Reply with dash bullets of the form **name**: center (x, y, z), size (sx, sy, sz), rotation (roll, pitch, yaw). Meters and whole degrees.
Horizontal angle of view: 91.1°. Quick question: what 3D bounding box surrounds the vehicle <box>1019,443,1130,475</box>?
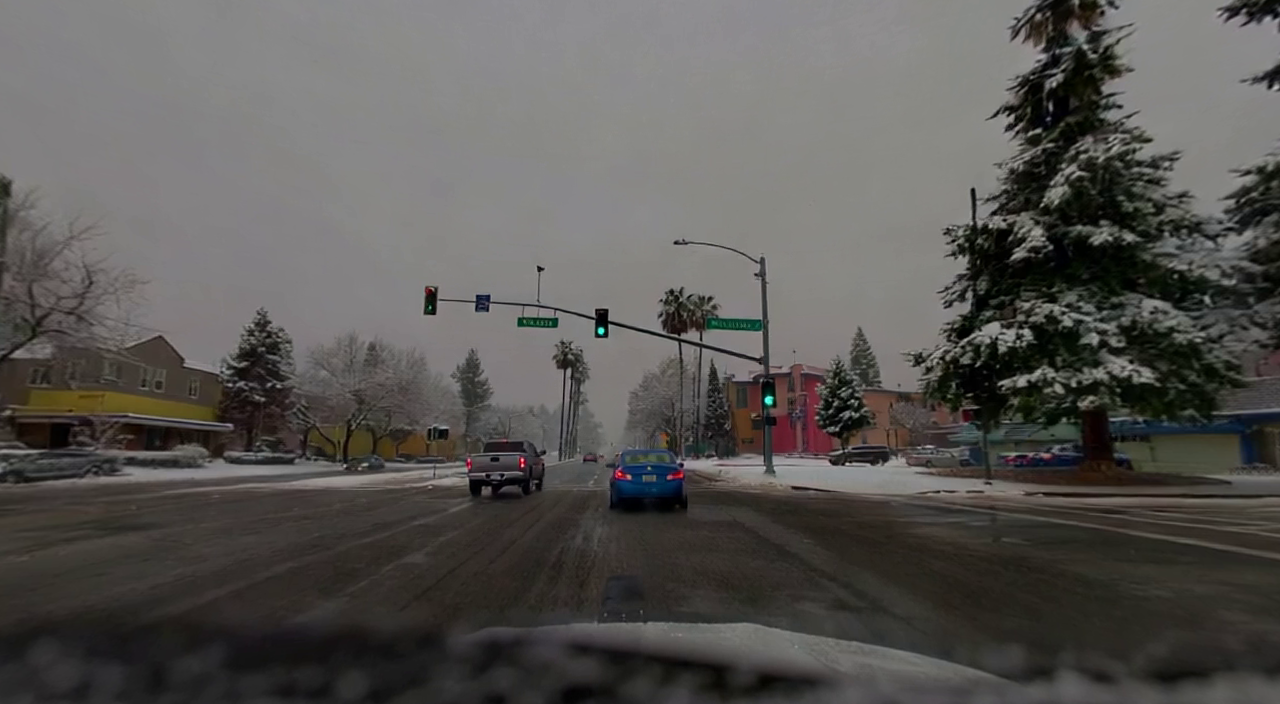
- **vehicle**: center (23.623, 5.785, 34.253), size (1.908, 1.626, 4.559), rotation (8, -12, -44)

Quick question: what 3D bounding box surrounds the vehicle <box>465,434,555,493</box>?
- **vehicle**: center (-4.984, 4.373, 25.156), size (2.447, 2.062, 5.911), rotation (0, -8, -1)

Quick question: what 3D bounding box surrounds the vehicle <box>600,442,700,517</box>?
- **vehicle**: center (0.172, 3.018, 15.452), size (2.122, 1.562, 4.152), rotation (0, -9, -1)
